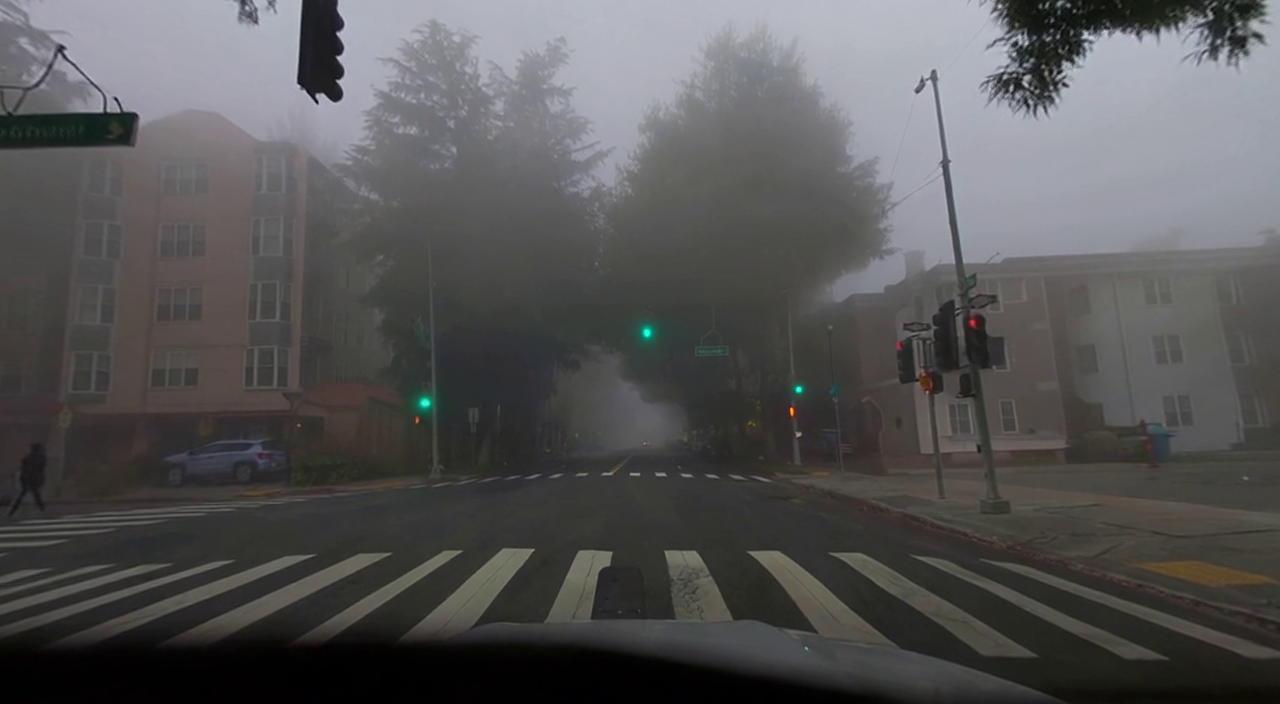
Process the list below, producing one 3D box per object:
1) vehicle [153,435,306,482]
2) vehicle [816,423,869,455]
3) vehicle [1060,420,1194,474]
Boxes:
[{"bbox_3d":[-18.964,4.921,29.445,5.468,1.854,2.283,-2,-8,-5],"label":"vehicle"},{"bbox_3d":[11.535,4.996,36.206,1.950,1.714,4.245,-1,-9,5],"label":"vehicle"},{"bbox_3d":[17.088,3.362,22.457,2.013,1.722,4.007,-2,-9,10],"label":"vehicle"}]
